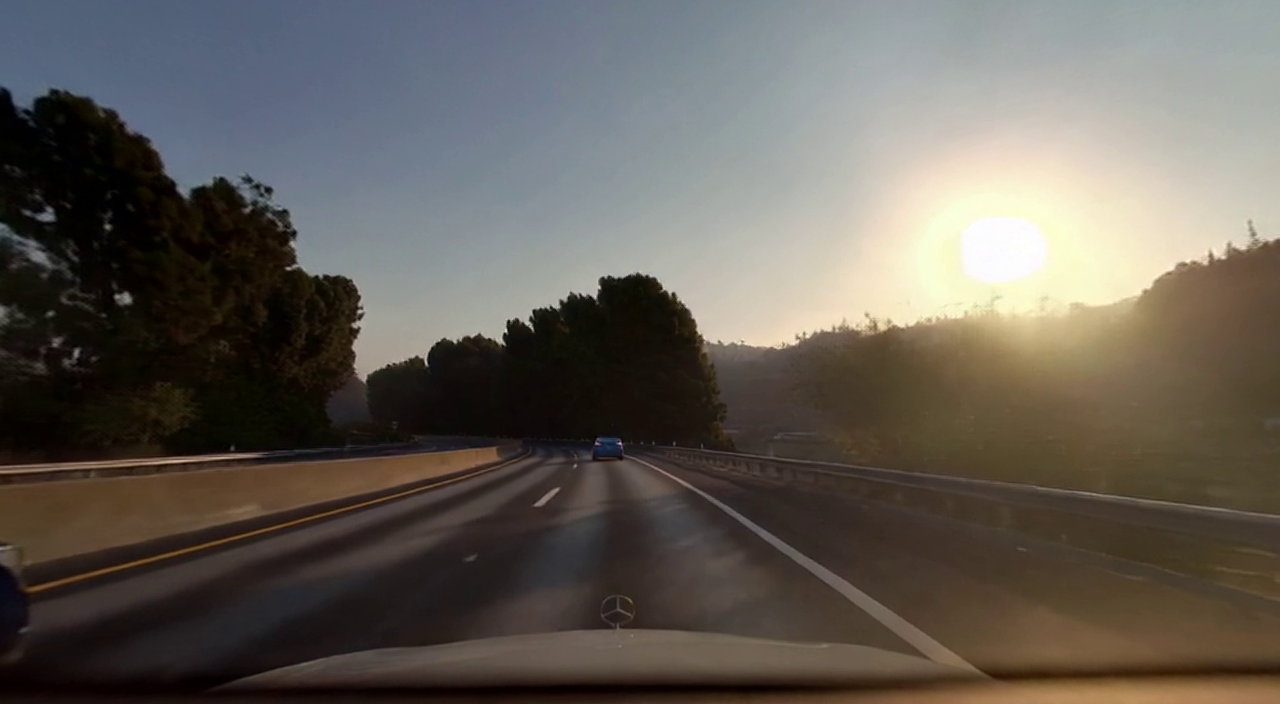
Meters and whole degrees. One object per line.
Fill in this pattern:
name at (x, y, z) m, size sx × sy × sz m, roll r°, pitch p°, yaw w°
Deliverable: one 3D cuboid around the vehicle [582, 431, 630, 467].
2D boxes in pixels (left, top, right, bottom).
vehicle at (-1.869, 5.259, 34.482) m, size 2.452 × 1.857 × 4.022 m, roll 1°, pitch -8°, yaw -3°
